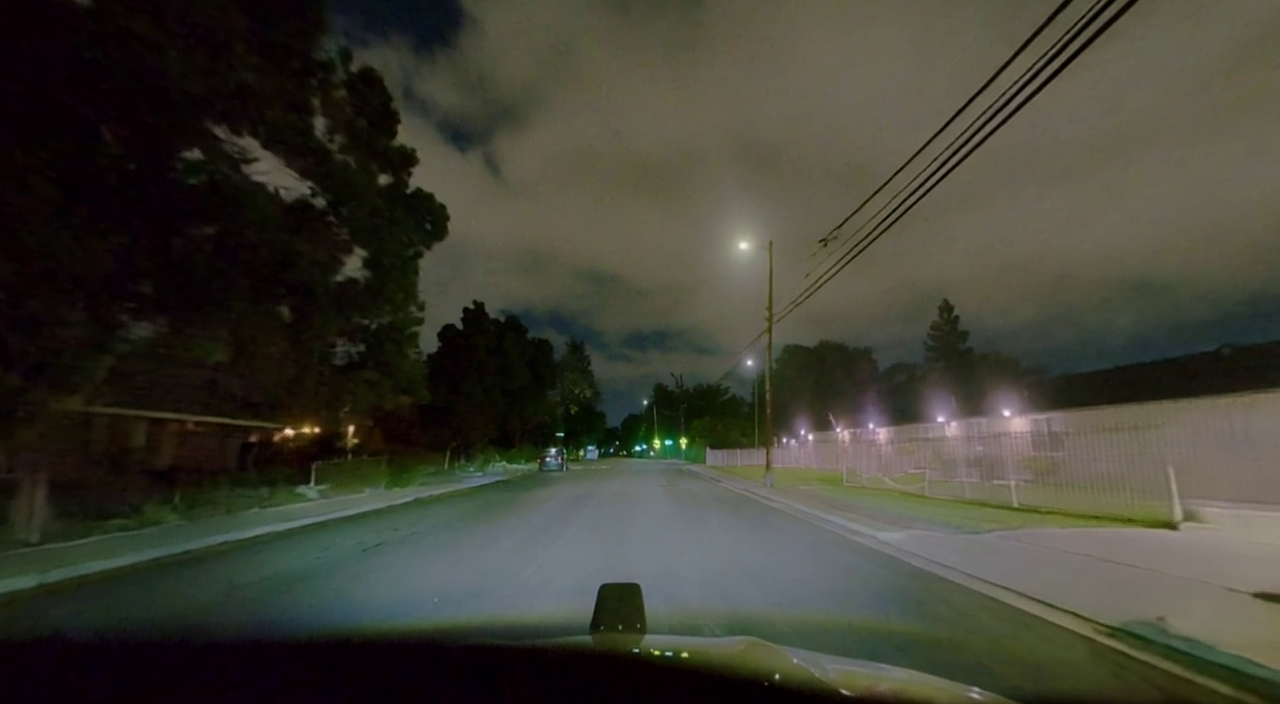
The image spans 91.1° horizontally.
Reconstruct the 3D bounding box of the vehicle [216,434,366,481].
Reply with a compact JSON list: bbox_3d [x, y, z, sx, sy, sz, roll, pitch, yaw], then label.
[{"bbox_3d":[-14.429,4.392,26.234,4.928,1.844,2.163,0,-9,-3],"label":"vehicle"}]

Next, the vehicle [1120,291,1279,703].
[{"bbox_3d":[3.161,0.502,0.183,2.122,1.997,4.800,0,-9,-1],"label":"vehicle"}]

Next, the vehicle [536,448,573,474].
[{"bbox_3d":[-6.025,7.742,44.548,1.998,1.742,4.210,0,-9,1],"label":"vehicle"}]
